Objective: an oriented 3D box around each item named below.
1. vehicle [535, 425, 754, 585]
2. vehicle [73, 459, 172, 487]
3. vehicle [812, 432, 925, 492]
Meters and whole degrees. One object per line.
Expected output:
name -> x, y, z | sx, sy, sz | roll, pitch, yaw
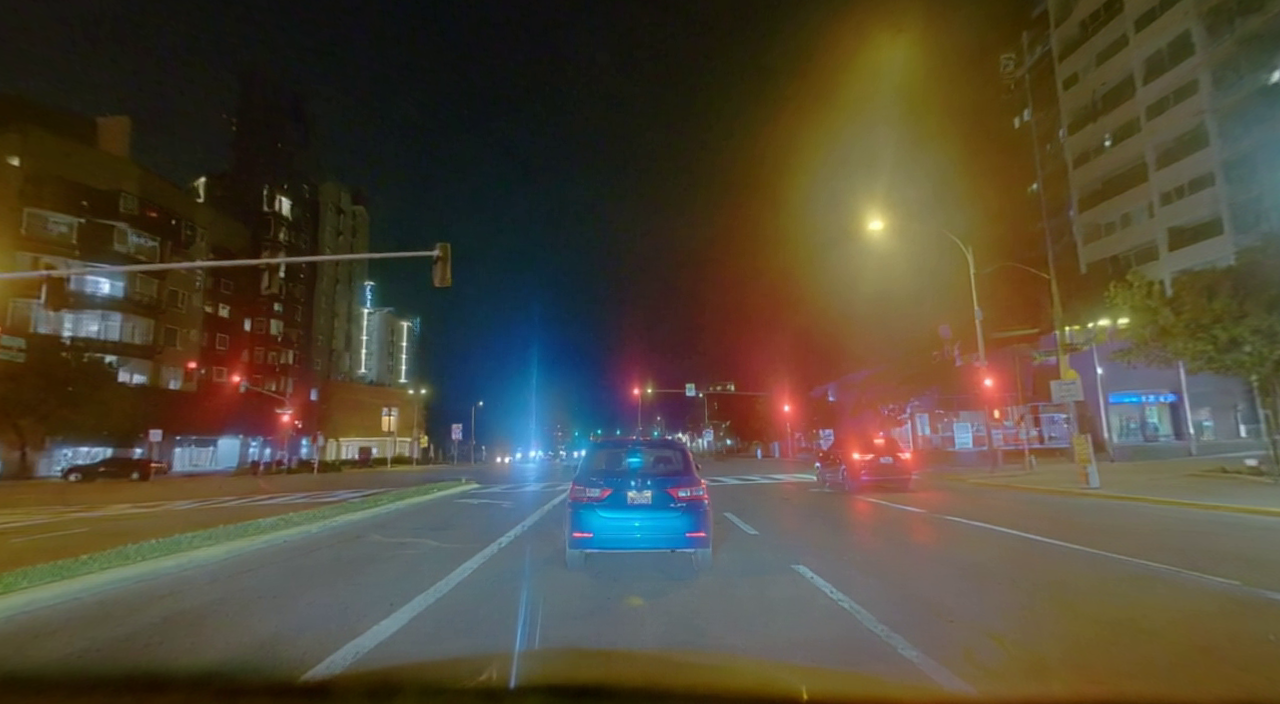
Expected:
vehicle -> -0.016, 1.763, 8.146 | 2.070, 1.488, 4.206 | 0, -8, -2
vehicle -> -32.390, 7.556, 39.638 | 4.401, 1.625, 1.863 | 0, -8, -4
vehicle -> 7.056, 3.439, 20.072 | 2.039, 1.692, 4.319 | 0, -8, 1
